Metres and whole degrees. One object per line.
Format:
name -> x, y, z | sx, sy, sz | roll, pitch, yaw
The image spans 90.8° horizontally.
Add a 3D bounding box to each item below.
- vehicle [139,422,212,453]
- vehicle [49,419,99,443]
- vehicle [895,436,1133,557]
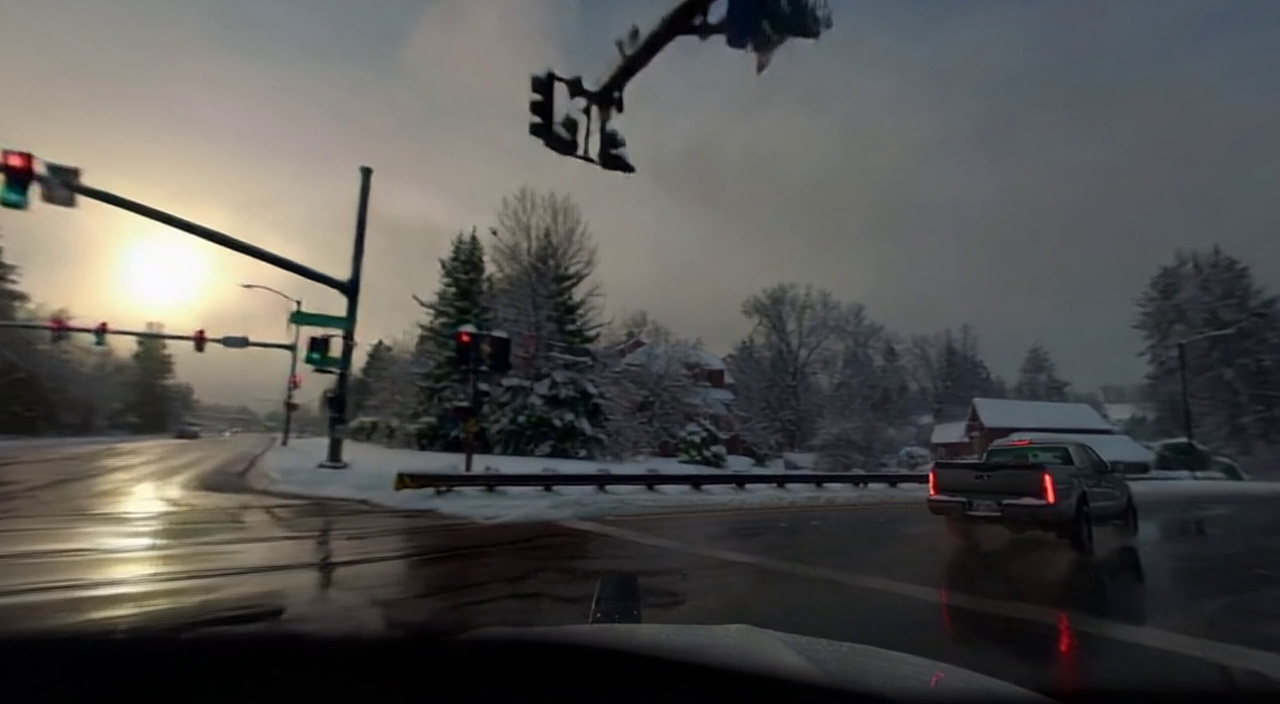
vehicle -> -24.566, 4.596, 33.610 | 2.004, 1.482, 4.799 | 4, -10, -24
vehicle -> -44.142, 6.216, 49.361 | 1.913, 1.675, 4.418 | 5, -11, -29
vehicle -> 7.745, 2.768, 12.885 | 5.251, 1.926, 2.404 | 8, -12, -39
